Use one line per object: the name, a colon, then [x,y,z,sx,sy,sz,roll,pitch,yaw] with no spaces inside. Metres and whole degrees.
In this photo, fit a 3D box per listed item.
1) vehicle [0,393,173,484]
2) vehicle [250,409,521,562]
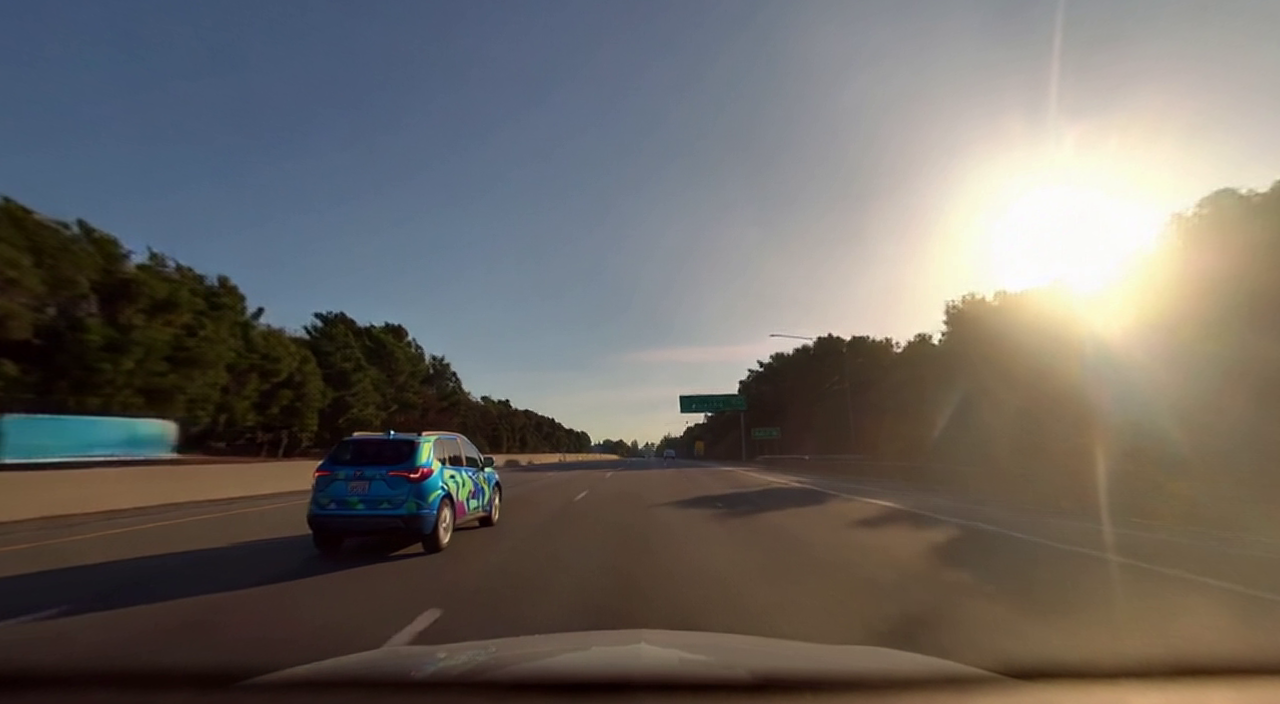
vehicle: [-28.645,4.269,30.878,2.942,3.811,11.015,0,-8,1]
vehicle: [-3.502,1.942,9.970,2.183,1.803,4.685,0,-8,2]
